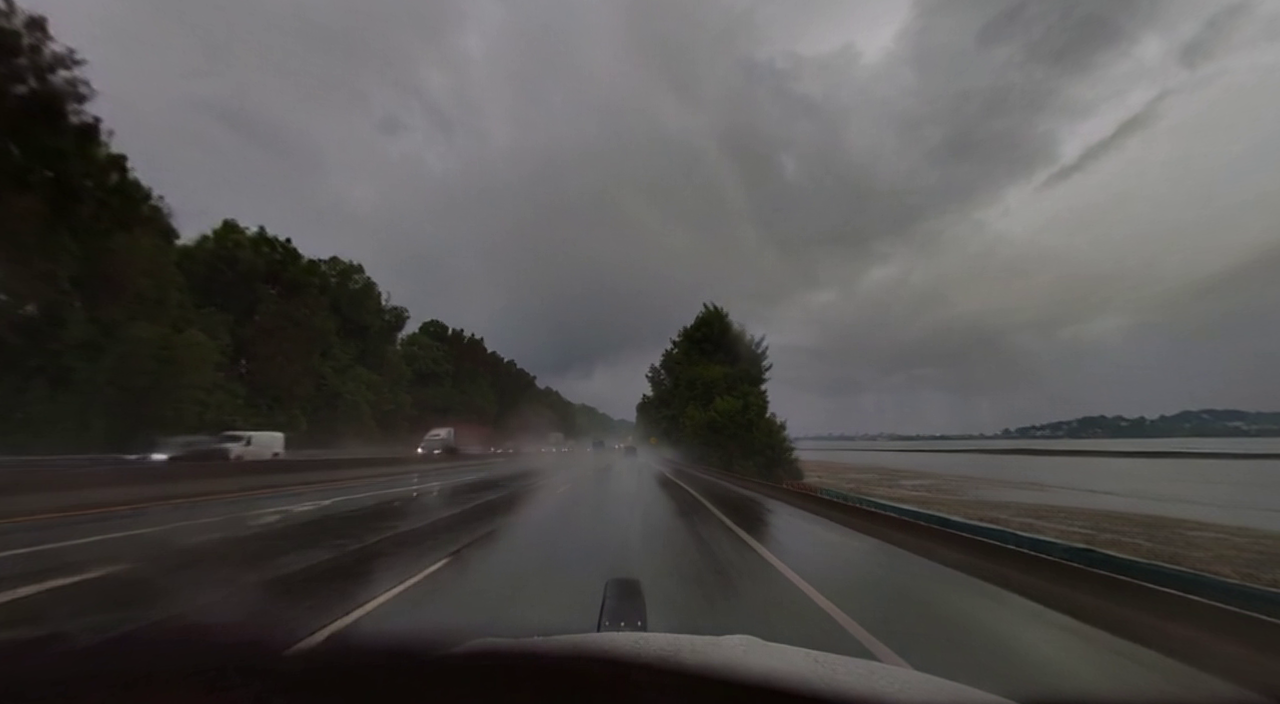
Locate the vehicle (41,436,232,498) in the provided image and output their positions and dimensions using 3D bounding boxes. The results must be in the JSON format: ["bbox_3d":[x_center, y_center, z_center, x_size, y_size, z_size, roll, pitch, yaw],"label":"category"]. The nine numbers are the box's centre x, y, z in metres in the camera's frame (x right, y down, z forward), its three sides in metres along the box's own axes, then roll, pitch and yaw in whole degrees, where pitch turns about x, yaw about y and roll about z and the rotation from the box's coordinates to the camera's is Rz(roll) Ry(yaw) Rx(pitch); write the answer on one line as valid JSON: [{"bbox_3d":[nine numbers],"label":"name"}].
[{"bbox_3d":[-14.034,3.220,17.965,1.846,1.517,4.301,-1,-9,0],"label":"vehicle"}]

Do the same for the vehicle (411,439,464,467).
[{"bbox_3d":[-13.869,6.966,43.434,2.107,1.790,4.620,0,-9,0],"label":"vehicle"}]

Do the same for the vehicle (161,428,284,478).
[{"bbox_3d":[-18.442,4.494,28.196,2.145,2.042,4.848,0,-9,0],"label":"vehicle"}]
